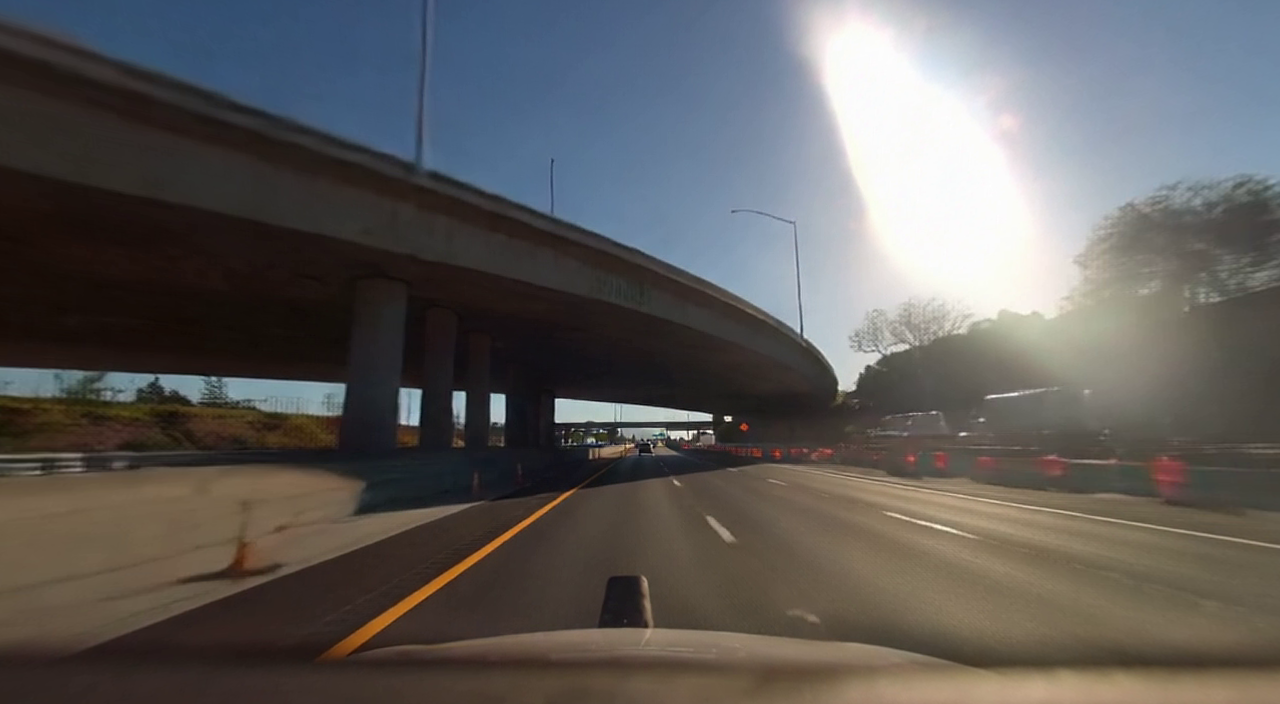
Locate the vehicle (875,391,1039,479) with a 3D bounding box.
[{"bbox_3d":[13.197,3.609,27.205,2.905,3.106,7.417,-3,-8,-1],"label":"vehicle"}]
